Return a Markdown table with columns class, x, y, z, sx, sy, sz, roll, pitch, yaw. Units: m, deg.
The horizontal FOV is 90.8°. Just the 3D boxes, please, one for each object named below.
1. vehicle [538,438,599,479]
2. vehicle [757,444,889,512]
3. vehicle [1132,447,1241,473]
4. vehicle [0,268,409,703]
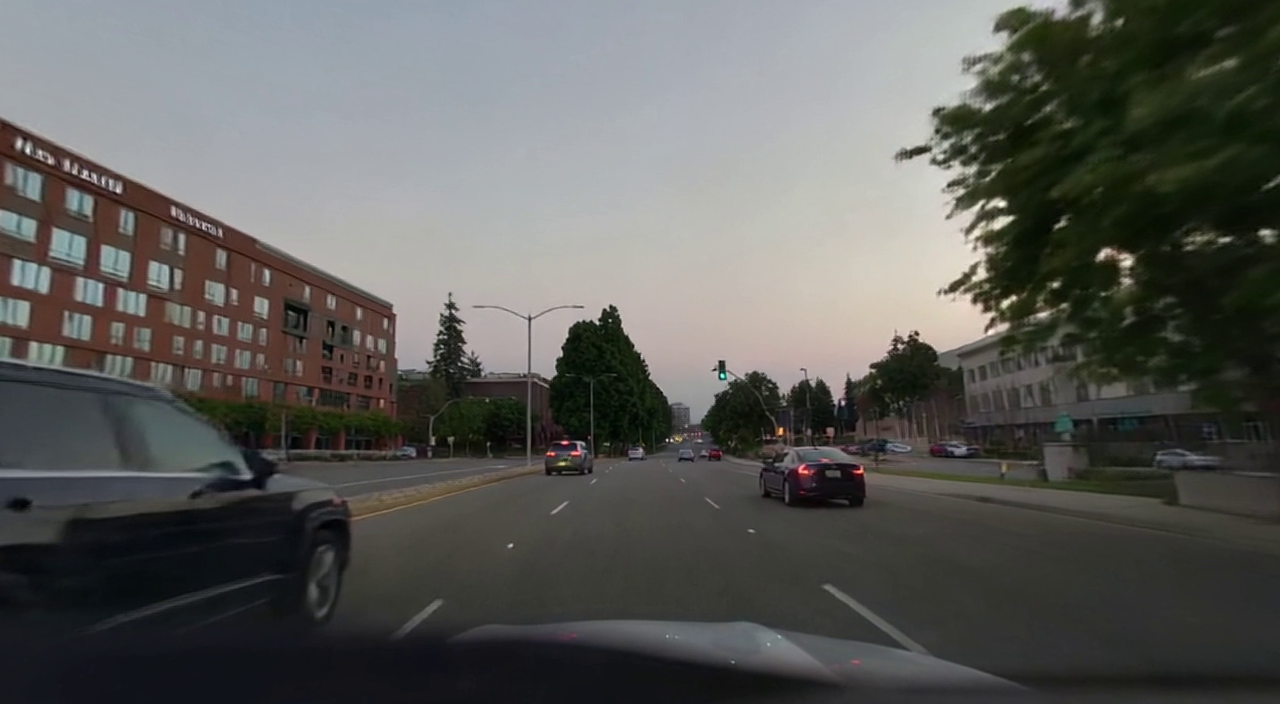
| class | x | y | z | sx | sy | sz | roll | pitch | yaw |
| --- | --- | --- | --- | --- | --- | --- | --- | --- | --- |
| vehicle | -3.351 | 5.100 | 30.527 | 2.305 | 1.833 | 4.912 | 0 | -9 | 1 |
| vehicle | 4.451 | 3.126 | 16.197 | 1.960 | 1.471 | 4.378 | 0 | -9 | -2 |
| vehicle | 31.143 | 6.159 | 36.111 | 4.274 | 1.448 | 2.050 | 0 | -9 | 0 |
| vehicle | -3.294 | 0.809 | 2.907 | 2.450 | 1.866 | 5.416 | 0 | -9 | -1 |
